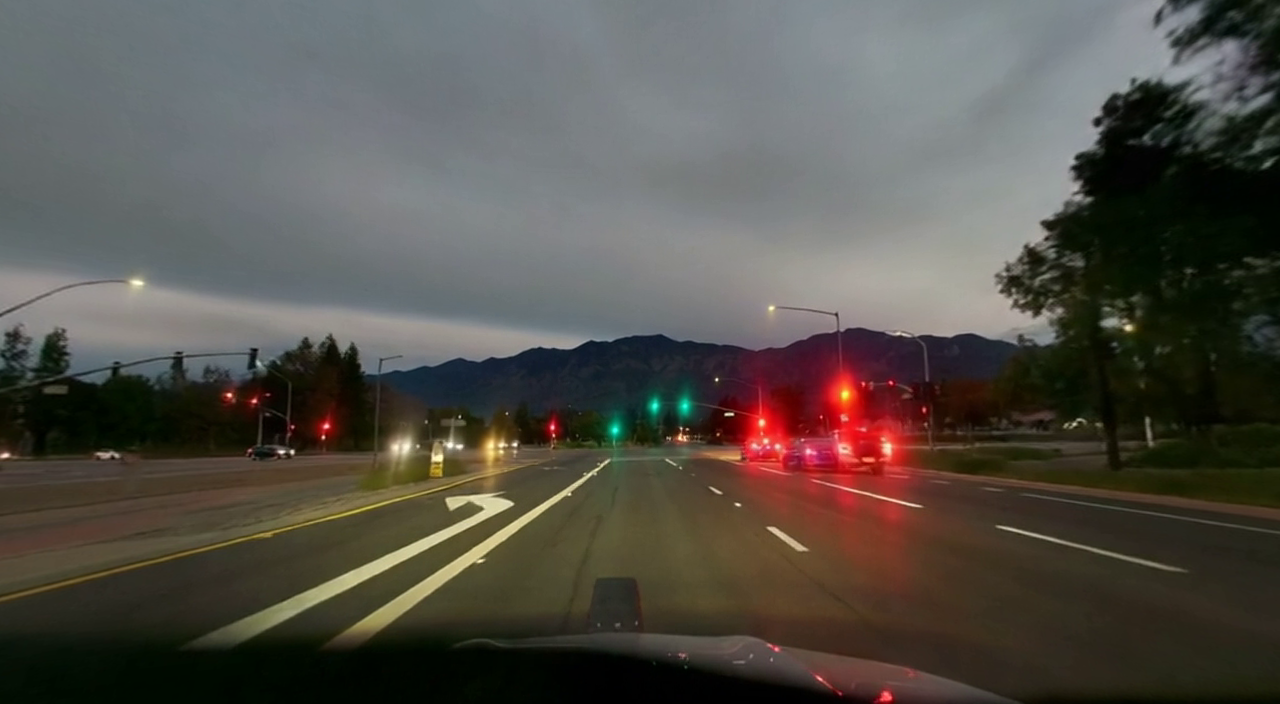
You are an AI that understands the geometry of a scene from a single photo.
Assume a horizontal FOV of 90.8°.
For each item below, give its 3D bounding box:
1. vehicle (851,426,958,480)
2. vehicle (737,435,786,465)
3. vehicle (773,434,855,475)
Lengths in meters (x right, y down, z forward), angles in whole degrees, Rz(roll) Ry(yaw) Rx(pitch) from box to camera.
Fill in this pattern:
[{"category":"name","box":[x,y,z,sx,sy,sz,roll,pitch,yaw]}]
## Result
[{"category":"vehicle","box":[9.517,3.677,23.226,1.977,1.773,4.646,0,-8,1]},{"category":"vehicle","box":[6.911,5.621,36.426,1.899,1.570,4.666,0,-8,0]},{"category":"vehicle","box":[6.946,4.149,25.805,1.990,1.480,4.624,0,-8,0]}]
